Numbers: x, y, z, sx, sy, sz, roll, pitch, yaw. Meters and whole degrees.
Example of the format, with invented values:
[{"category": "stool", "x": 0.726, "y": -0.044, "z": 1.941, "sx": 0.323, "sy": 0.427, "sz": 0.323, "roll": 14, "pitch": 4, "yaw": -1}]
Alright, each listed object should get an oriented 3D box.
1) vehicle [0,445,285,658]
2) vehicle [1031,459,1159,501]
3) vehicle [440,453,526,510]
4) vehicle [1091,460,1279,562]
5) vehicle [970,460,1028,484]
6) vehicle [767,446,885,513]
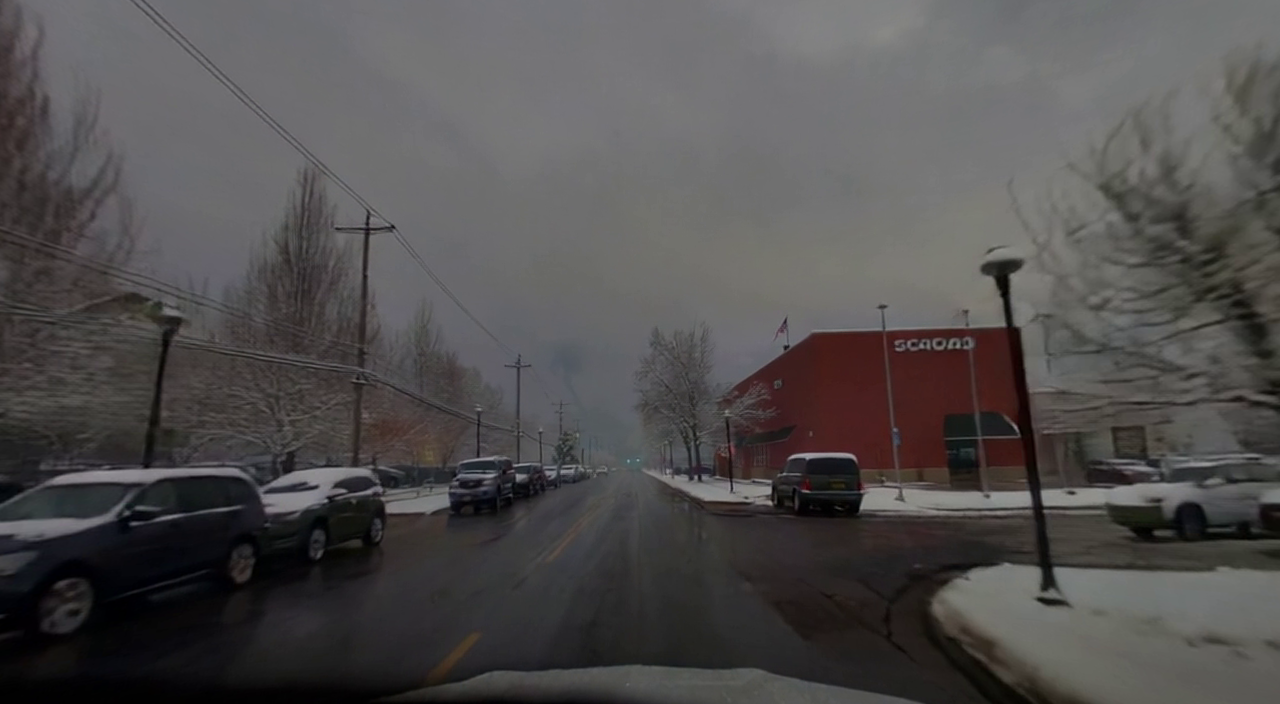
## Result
[{"category": "vehicle", "x": -6.002, "y": 1.887, "z": 6.768, "sx": 1.957, "sy": 1.634, "sz": 4.164, "roll": 1, "pitch": -11, "yaw": -1}, {"category": "vehicle", "x": 17.879, "y": 5.064, "z": 25.037, "sx": 1.794, "sy": 1.486, "sz": 3.983, "roll": 1, "pitch": -11, "yaw": -6}, {"category": "vehicle", "x": -6.089, "y": 5.127, "z": 25.214, "sx": 2.196, "sy": 2.001, "sz": 5.548, "roll": 1, "pitch": -11, "yaw": -3}, {"category": "vehicle", "x": 10.206, "y": 2.546, "z": 10.338, "sx": 1.926, "sy": 1.469, "sz": 4.654, "roll": 1, "pitch": -11, "yaw": -4}, {"category": "vehicle", "x": 25.470, "y": 8.497, "z": 44.810, "sx": 1.698, "sy": 1.489, "sz": 3.599, "roll": -3, "pitch": -9, "yaw": -4}, {"category": "vehicle", "x": 5.577, "y": 3.935, "z": 19.638, "sx": 2.054, "sy": 1.779, "sz": 4.650, "roll": 1, "pitch": -11, "yaw": -2}]
